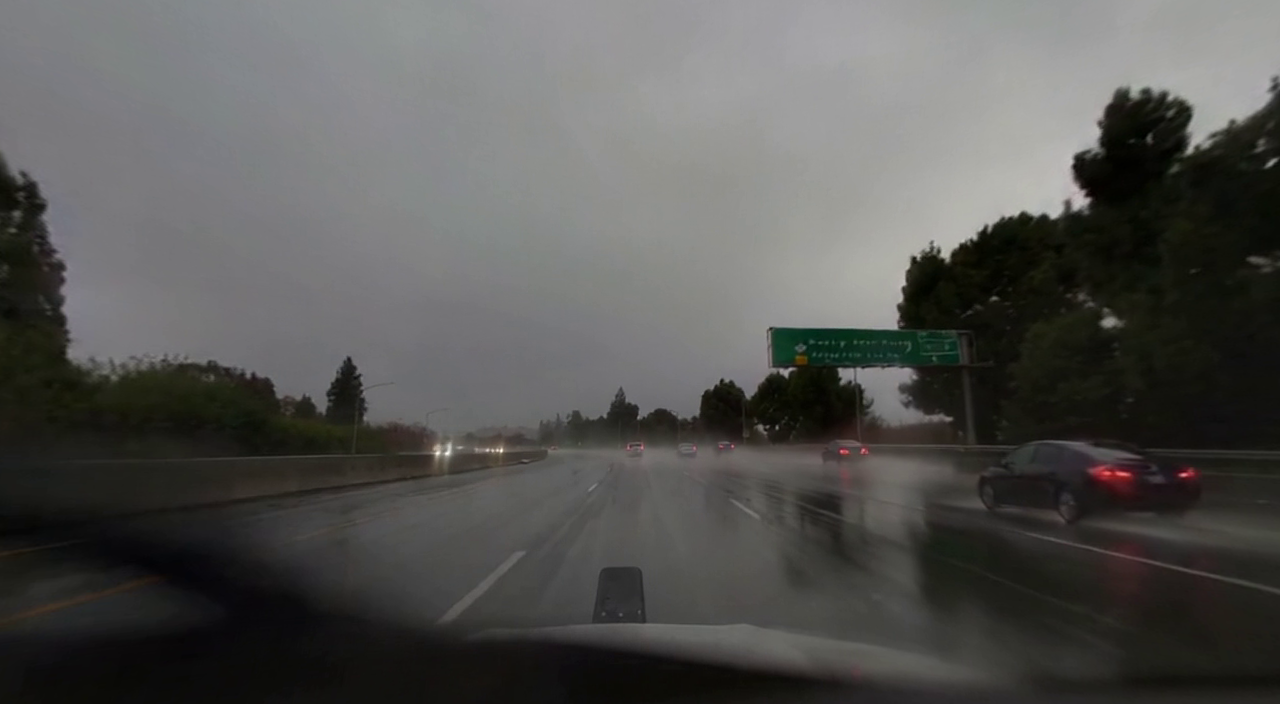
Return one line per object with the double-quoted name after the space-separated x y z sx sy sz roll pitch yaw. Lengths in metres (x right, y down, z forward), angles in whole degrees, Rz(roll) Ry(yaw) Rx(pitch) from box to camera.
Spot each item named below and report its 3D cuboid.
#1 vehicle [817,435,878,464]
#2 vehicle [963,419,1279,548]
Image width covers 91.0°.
13.985 6.613 42.791 2.107 1.803 5.385 0 -8 -2 "vehicle"
7.565 2.028 10.385 2.124 1.661 4.267 0 -8 -1 "vehicle"
